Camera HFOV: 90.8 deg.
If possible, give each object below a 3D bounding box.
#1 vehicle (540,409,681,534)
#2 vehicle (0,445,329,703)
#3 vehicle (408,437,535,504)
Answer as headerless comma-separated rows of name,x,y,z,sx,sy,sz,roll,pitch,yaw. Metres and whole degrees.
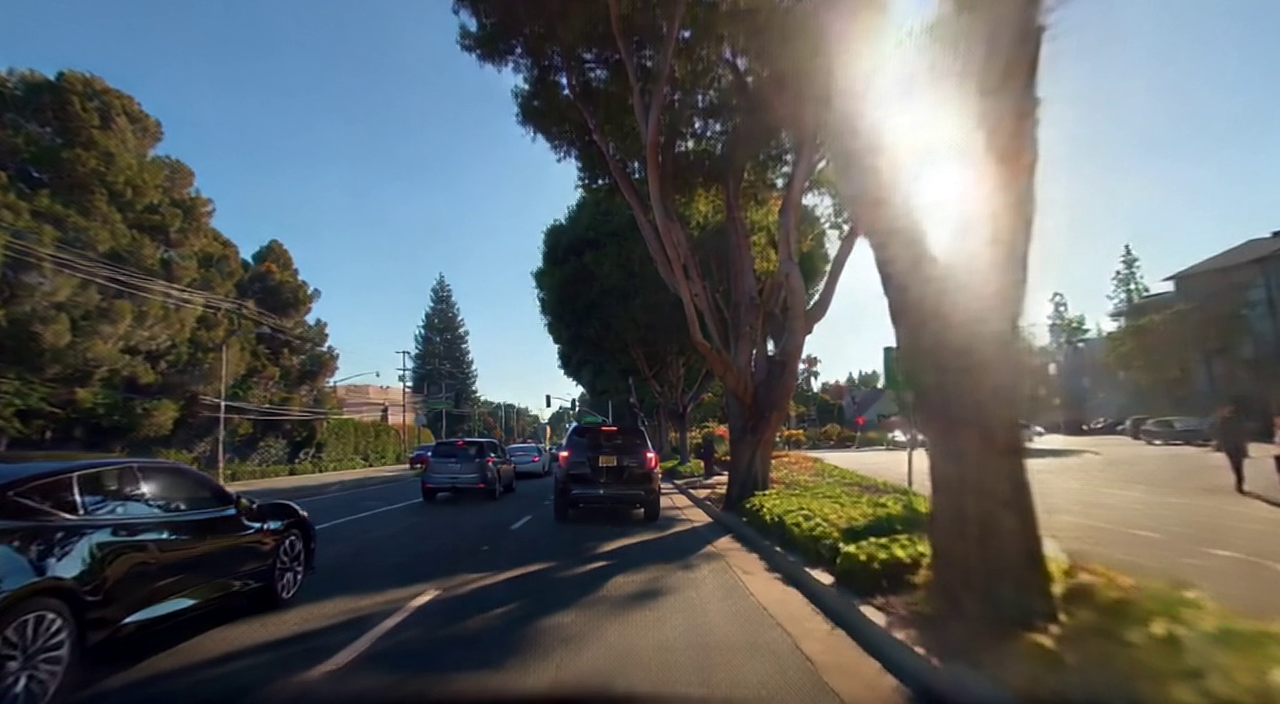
vehicle,-0.459,1.996,11.048,2.012,1.769,3.897,0,-8,-1
vehicle,-3.737,1.171,3.405,1.865,1.314,4.461,0,-8,0
vehicle,-4.131,2.970,16.345,2.087,1.485,4.452,0,-8,0
